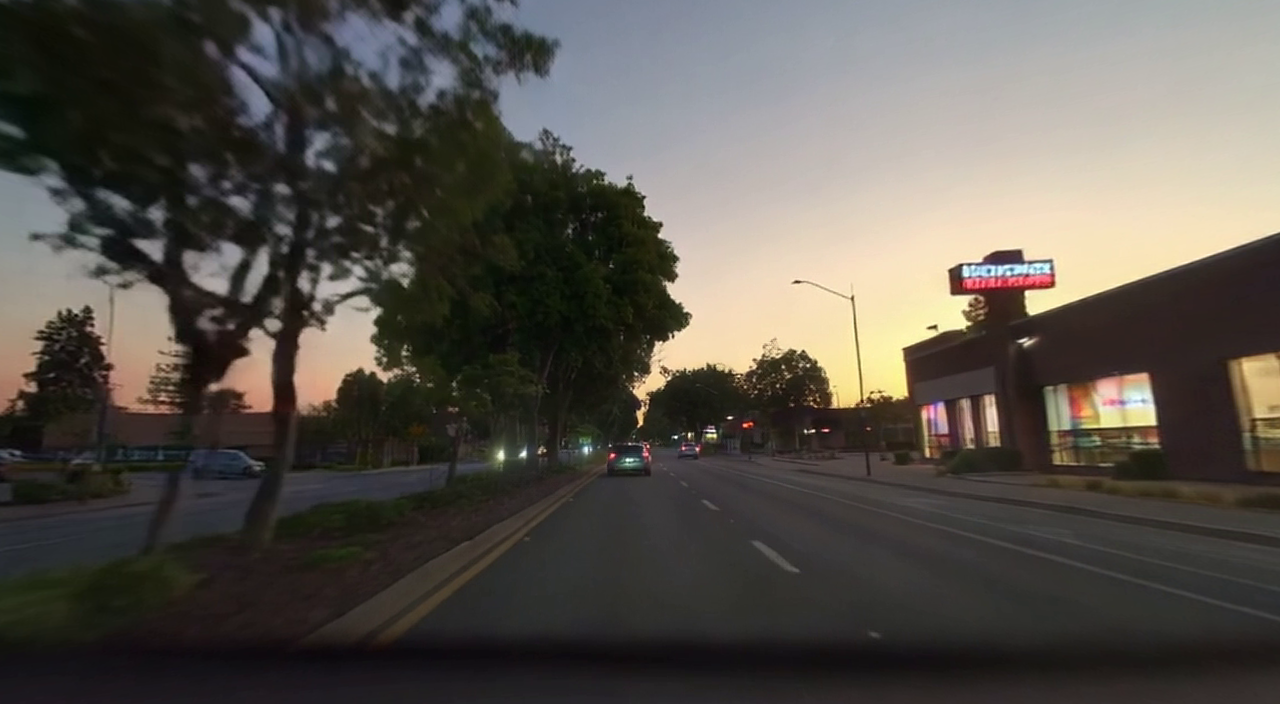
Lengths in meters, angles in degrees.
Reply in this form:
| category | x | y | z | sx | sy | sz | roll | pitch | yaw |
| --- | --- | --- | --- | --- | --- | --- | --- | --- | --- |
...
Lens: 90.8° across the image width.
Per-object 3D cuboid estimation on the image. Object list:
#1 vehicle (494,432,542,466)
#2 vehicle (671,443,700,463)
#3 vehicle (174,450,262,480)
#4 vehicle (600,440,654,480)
| category | x | y | z | sx | sy | sz | roll | pitch | yaw |
| --- | --- | --- | --- | --- | --- | --- | --- | --- | --- |
| vehicle | -8.558 | 6.901 | 44.897 | 2.274 | 2.201 | 5.710 | 0 | -9 | 0 |
| vehicle | 3.490 | 7.804 | 49.099 | 1.910 | 1.474 | 4.003 | 0 | -9 | -1 |
| vehicle | -23.536 | 6.311 | 35.295 | 3.650 | 1.487 | 1.757 | -1 | -8 | -1 |
| vehicle | -0.495 | 4.330 | 25.548 | 2.006 | 1.487 | 3.535 | 0 | -9 | 0 |
